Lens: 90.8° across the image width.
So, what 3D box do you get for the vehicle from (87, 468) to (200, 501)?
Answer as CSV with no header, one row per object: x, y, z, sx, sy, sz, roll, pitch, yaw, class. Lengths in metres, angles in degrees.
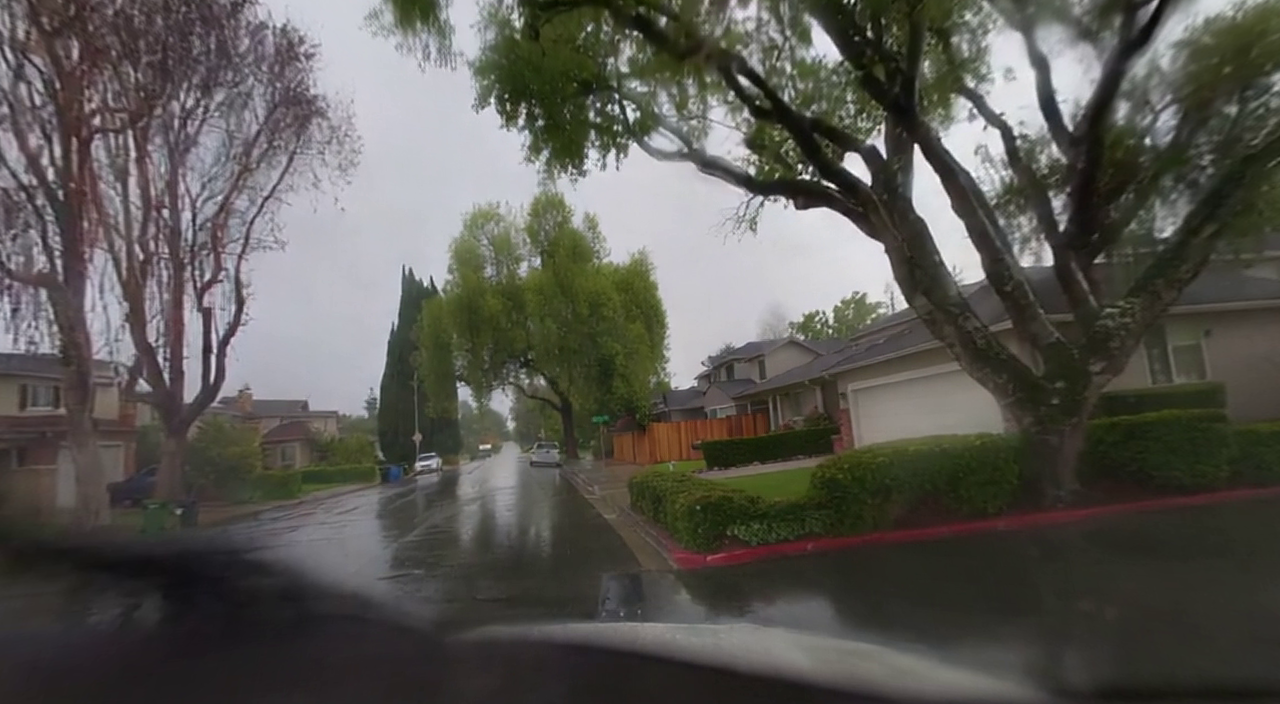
-26.780,7.158,34.222,4.404,1.495,1.844,0,-9,-8,vehicle

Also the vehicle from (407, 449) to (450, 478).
-15.632,8.211,46.934,2.208,1.834,4.675,-3,-8,-10,vehicle

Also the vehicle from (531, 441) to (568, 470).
-5.573,6.297,38.593,2.005,1.553,3.984,-2,-9,-10,vehicle
